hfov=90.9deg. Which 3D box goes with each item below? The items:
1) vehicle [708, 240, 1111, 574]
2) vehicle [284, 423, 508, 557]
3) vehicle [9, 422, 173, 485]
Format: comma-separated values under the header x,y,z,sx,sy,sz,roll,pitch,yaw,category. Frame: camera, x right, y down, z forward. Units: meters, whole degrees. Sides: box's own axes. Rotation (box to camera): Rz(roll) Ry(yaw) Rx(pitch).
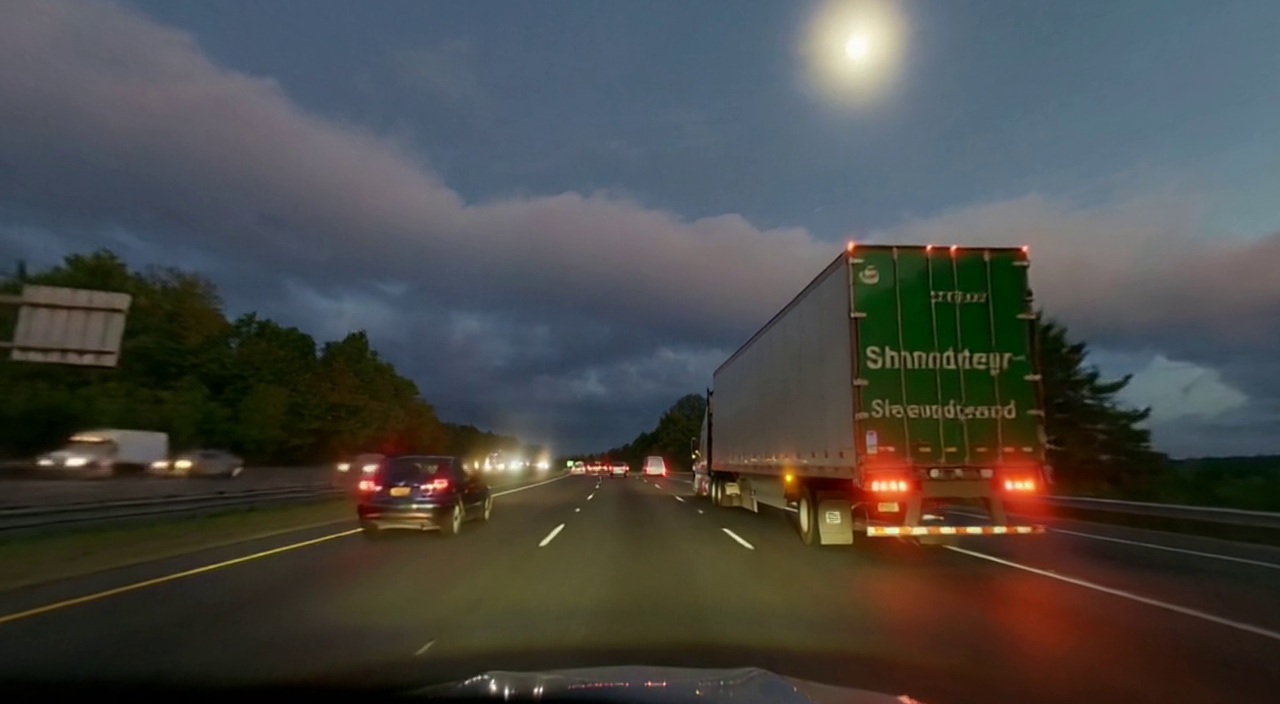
x,y,z,sx,sy,sz,roll,pitch,yaw,category
4.149,1.876,15.070,2.992,4.300,13.967,1,-10,-2,vehicle
-3.811,2.307,10.969,2.070,1.775,4.646,1,-10,-1,vehicle
-23.898,4.538,27.823,2.254,2.445,5.374,1,-10,0,vehicle
